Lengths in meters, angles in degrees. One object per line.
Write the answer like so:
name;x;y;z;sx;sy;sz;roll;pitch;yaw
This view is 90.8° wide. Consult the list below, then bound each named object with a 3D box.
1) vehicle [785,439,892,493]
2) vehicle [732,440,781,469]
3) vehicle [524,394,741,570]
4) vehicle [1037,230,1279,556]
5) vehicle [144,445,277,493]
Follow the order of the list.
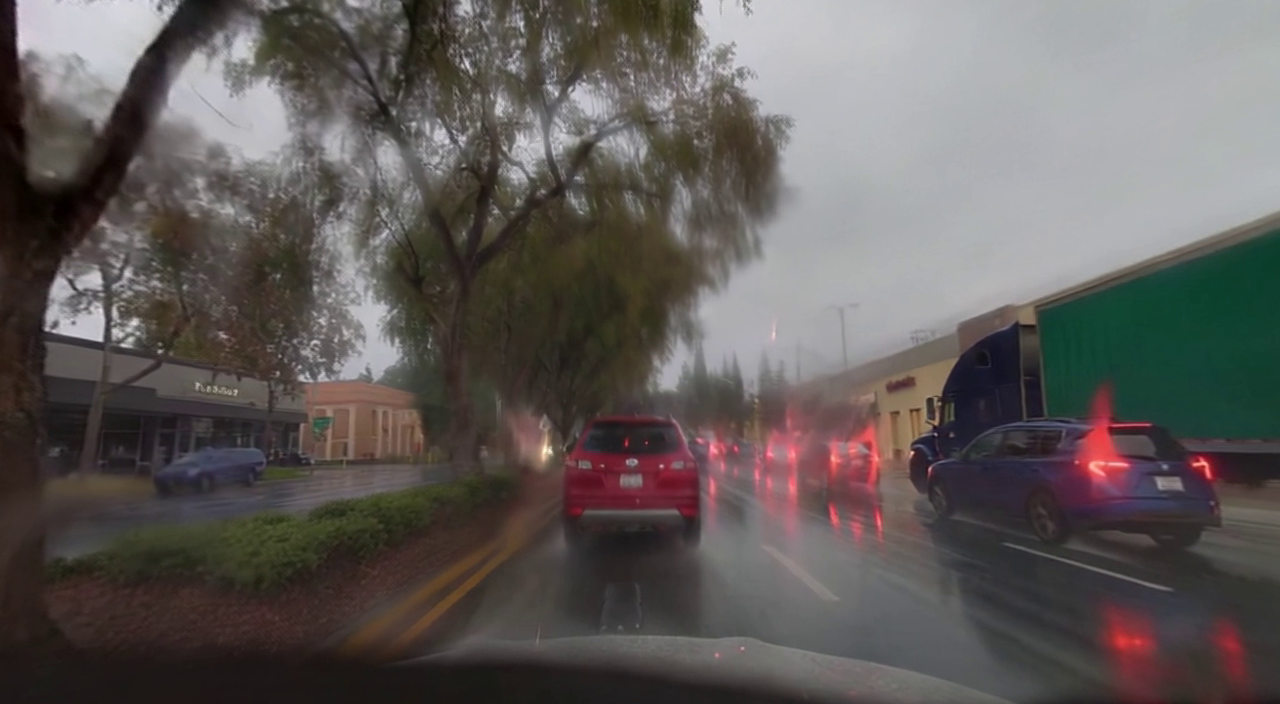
vehicle;6.273;3.640;20.585;2.035;1.553;4.465;0;-9;0
vehicle;6.479;5.741;35.649;1.914;1.523;4.287;0;-9;-1
vehicle;-0.115;1.706;8.952;2.320;1.880;4.192;0;-9;-1
vehicle;9.968;-0.035;4.582;2.879;4.284;17.334;0;-9;0
vehicle;-19.248;5.223;28.712;2.302;1.939;5.221;0;-9;1
